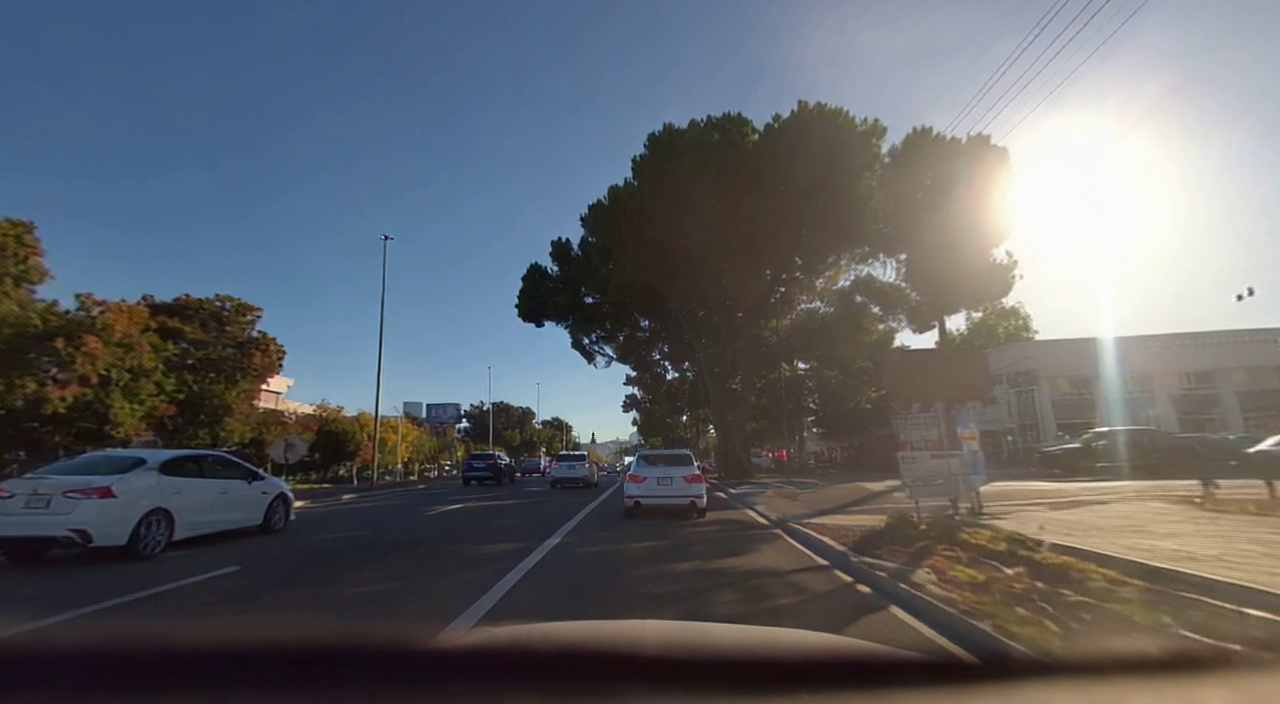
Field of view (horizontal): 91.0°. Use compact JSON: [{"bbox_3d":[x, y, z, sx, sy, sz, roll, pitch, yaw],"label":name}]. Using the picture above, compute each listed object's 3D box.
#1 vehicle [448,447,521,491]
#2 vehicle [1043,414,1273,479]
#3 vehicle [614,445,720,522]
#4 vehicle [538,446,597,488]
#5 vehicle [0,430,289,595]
[{"bbox_3d":[-6.872,5.193,28.323,2.032,1.767,4.549,0,-8,1],"label":"vehicle"},{"bbox_3d":[17.964,3.320,22.207,5.852,1.962,2.323,-7,-11,41],"label":"vehicle"},{"bbox_3d":[0.558,2.892,14.443,2.091,1.494,3.962,0,-8,1],"label":"vehicle"},{"bbox_3d":[-3.244,5.247,29.133,2.055,1.725,4.732,0,-8,2],"label":"vehicle"},{"bbox_3d":[-7.041,1.955,8.602,1.968,1.657,4.230,0,-8,1],"label":"vehicle"}]
